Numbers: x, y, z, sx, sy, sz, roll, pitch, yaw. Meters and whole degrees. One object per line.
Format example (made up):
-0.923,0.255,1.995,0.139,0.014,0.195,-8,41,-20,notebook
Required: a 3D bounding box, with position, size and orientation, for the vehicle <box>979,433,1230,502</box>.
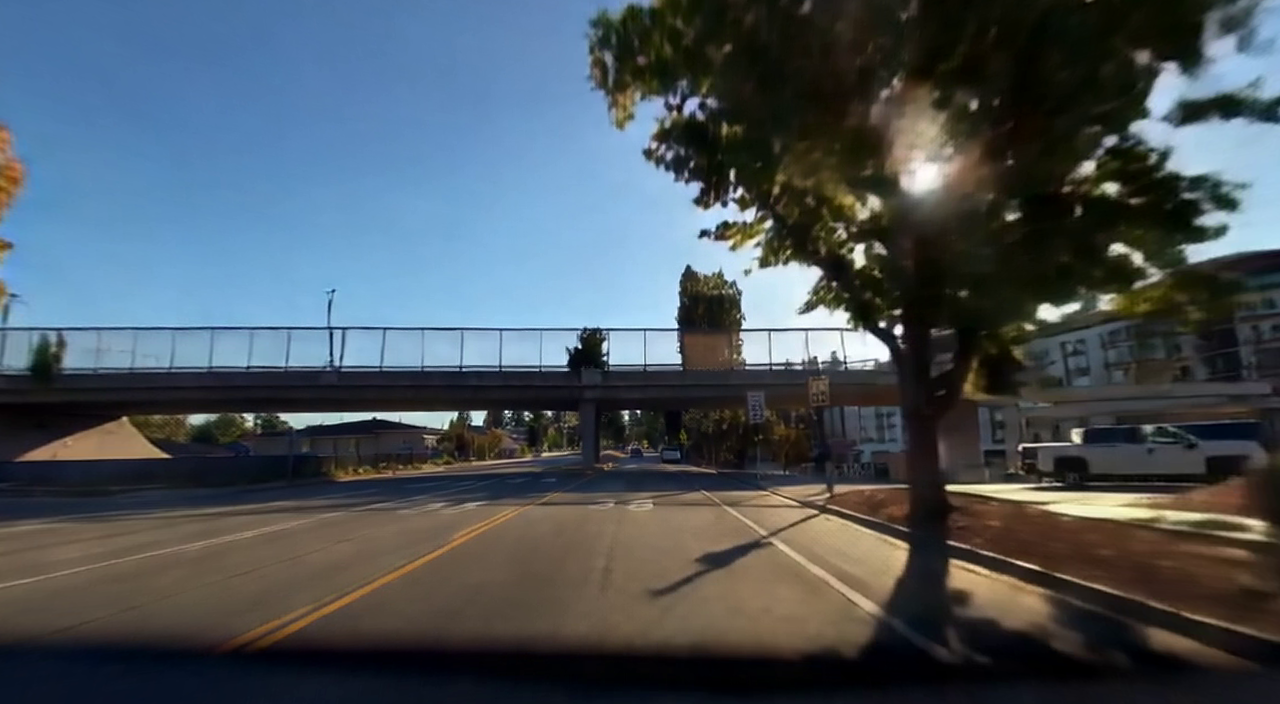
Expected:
11.354,2.820,15.859,1.809,1.432,4.629,5,-10,-31,vehicle
